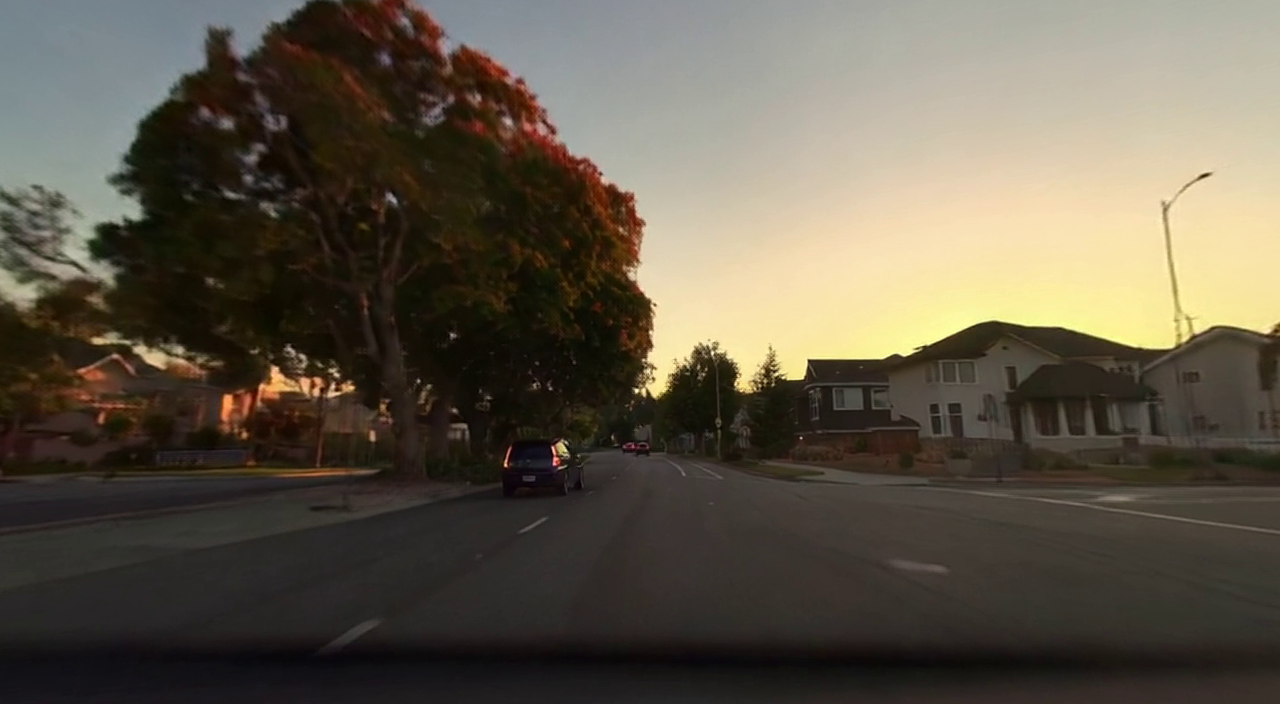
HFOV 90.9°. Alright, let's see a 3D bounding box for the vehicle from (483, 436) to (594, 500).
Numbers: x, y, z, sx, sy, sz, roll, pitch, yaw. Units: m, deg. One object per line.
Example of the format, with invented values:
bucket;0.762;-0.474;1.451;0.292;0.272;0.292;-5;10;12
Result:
vehicle;-2.573;3.100;17.296;2.075;1.498;4.730;0;-9;2
